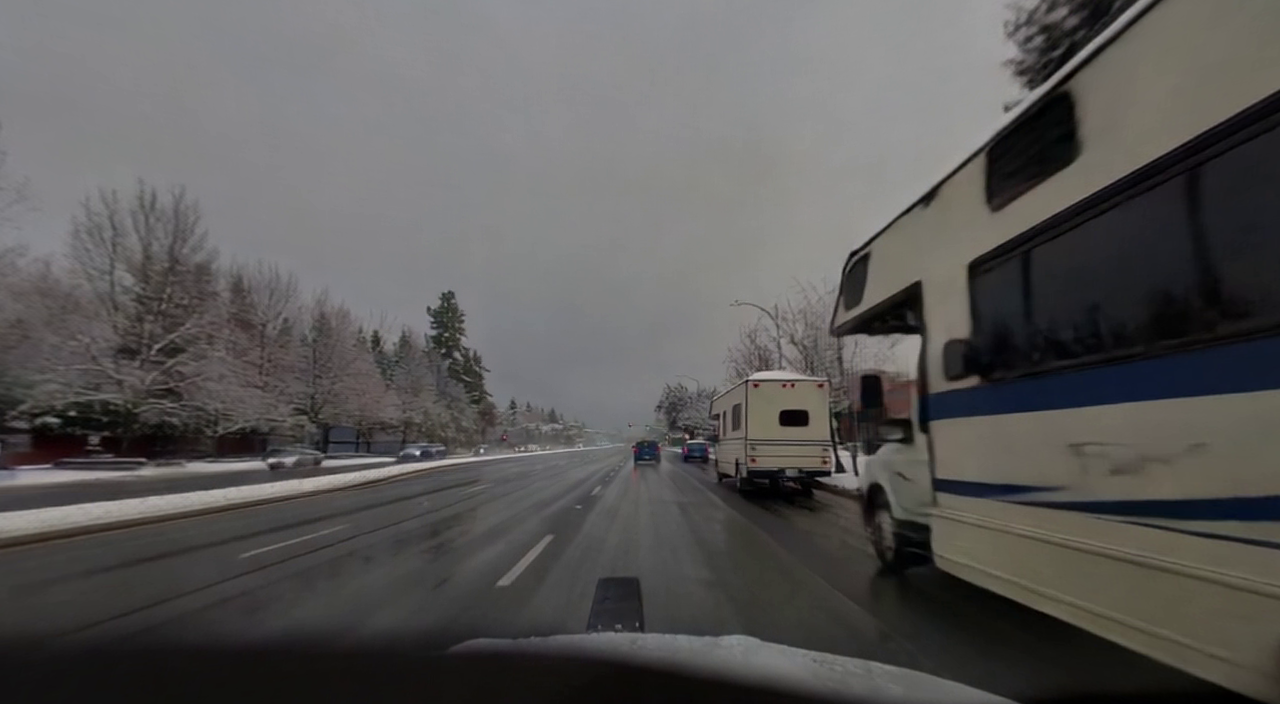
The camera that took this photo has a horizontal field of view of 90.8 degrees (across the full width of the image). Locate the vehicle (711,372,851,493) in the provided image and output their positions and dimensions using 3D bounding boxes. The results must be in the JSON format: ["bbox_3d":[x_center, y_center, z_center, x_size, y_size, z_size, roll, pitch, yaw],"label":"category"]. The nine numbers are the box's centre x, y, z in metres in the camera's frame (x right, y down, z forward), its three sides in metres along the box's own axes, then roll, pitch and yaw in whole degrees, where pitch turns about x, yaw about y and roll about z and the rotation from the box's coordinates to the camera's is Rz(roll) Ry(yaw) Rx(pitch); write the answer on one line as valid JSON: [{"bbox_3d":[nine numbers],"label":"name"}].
[{"bbox_3d":[4.239,2.785,21.066,2.924,3.250,7.780,-1,-9,1],"label":"vehicle"}]

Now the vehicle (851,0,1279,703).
[{"bbox_3d":[4.124,-0.055,3.705,2.896,3.921,8.415,0,-9,1],"label":"vehicle"}]

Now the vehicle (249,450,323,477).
[{"bbox_3d":[-20.506,6.449,36.821,1.796,1.445,4.236,0,-9,1],"label":"vehicle"}]

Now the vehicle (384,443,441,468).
[{"bbox_3d":[-14.447,6.577,40.329,2.028,1.535,4.217,0,-9,1],"label":"vehicle"}]

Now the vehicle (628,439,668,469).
[{"bbox_3d":[0.420,5.669,35.245,2.103,1.506,4.742,0,-9,0],"label":"vehicle"}]
